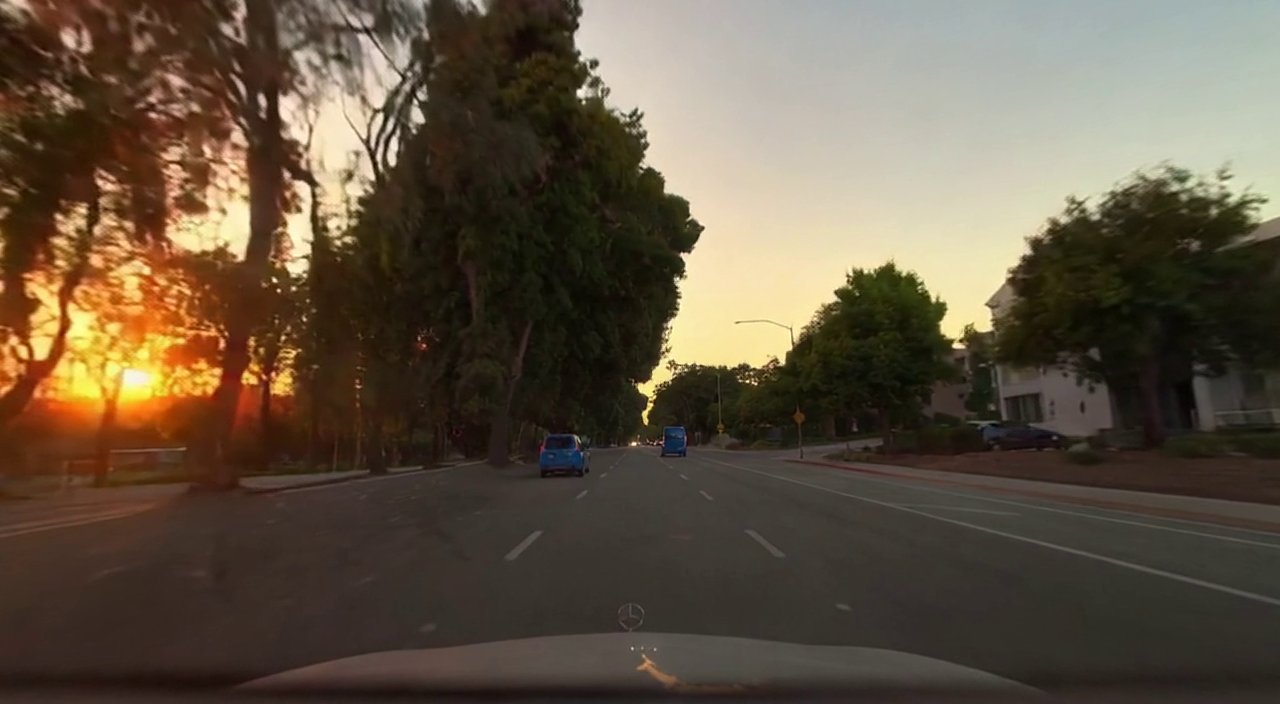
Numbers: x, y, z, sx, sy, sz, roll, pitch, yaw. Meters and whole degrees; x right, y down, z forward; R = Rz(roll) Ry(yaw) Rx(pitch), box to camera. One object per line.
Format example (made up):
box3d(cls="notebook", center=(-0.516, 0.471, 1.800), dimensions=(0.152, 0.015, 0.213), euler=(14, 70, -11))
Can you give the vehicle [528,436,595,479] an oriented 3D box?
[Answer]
box3d(cls="vehicle", center=(-3.161, 4.376, 26.378), dimensions=(2.129, 1.602, 4.532), euler=(0, -8, 1))
